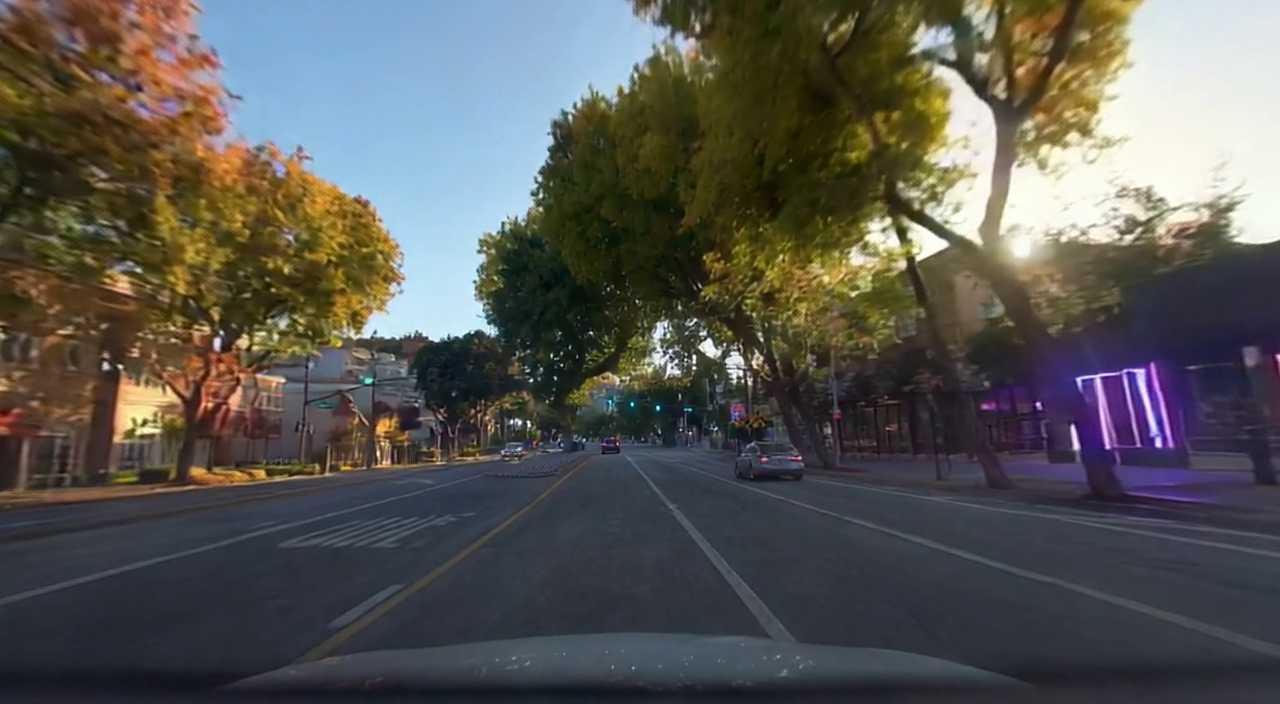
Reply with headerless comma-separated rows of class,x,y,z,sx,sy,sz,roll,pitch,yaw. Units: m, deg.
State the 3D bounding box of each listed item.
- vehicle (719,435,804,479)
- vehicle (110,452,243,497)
vehicle,4.462,3.916,23.926,2.024,1.475,4.600,0,-8,-4
vehicle,-17.670,4.647,24.397,1.931,1.480,4.396,0,-8,-3
